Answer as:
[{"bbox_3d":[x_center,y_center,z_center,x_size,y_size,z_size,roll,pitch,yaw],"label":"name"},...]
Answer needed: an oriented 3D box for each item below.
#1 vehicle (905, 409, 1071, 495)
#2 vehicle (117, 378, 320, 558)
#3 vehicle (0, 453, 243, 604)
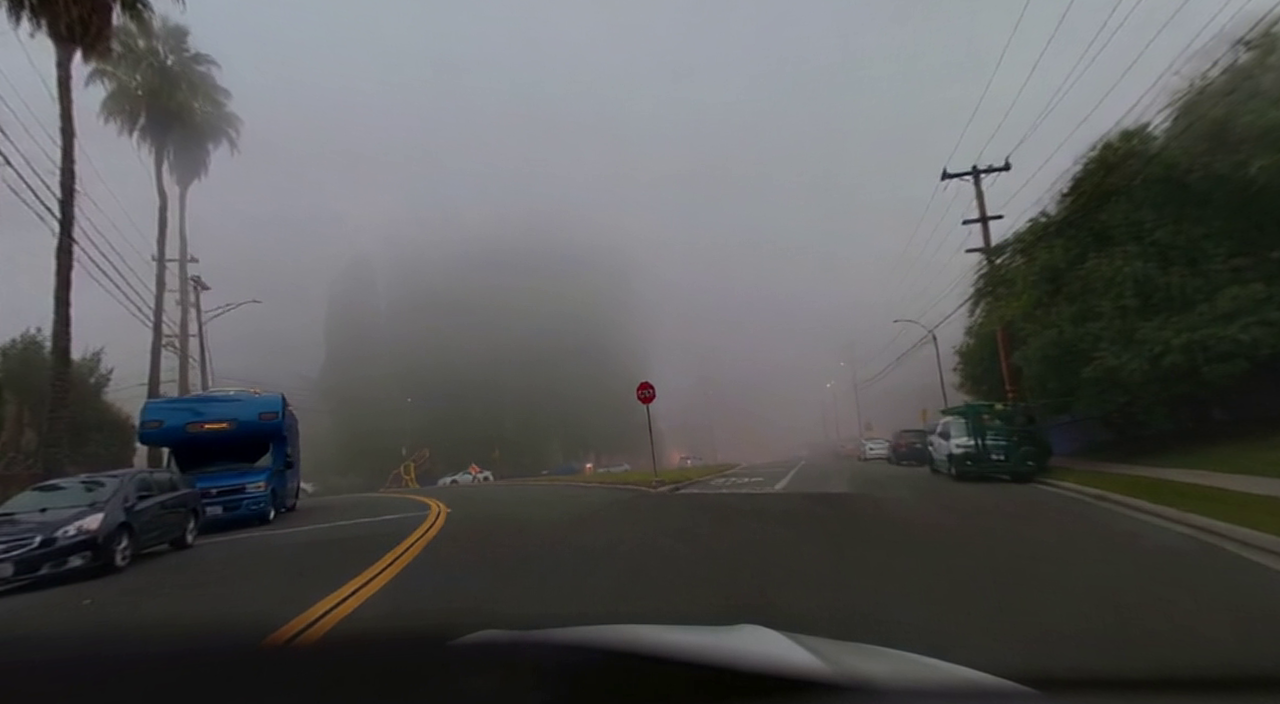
[{"bbox_3d":[9.136,2.593,17.357,2.508,1.887,5.930,-4,-7,15],"label":"vehicle"},{"bbox_3d":[-11.844,3.123,19.196,3.216,3.720,11.364,0,-7,-24],"label":"vehicle"},{"bbox_3d":[-8.378,2.557,10.131,2.103,1.599,4.865,0,-7,-16],"label":"vehicle"}]
